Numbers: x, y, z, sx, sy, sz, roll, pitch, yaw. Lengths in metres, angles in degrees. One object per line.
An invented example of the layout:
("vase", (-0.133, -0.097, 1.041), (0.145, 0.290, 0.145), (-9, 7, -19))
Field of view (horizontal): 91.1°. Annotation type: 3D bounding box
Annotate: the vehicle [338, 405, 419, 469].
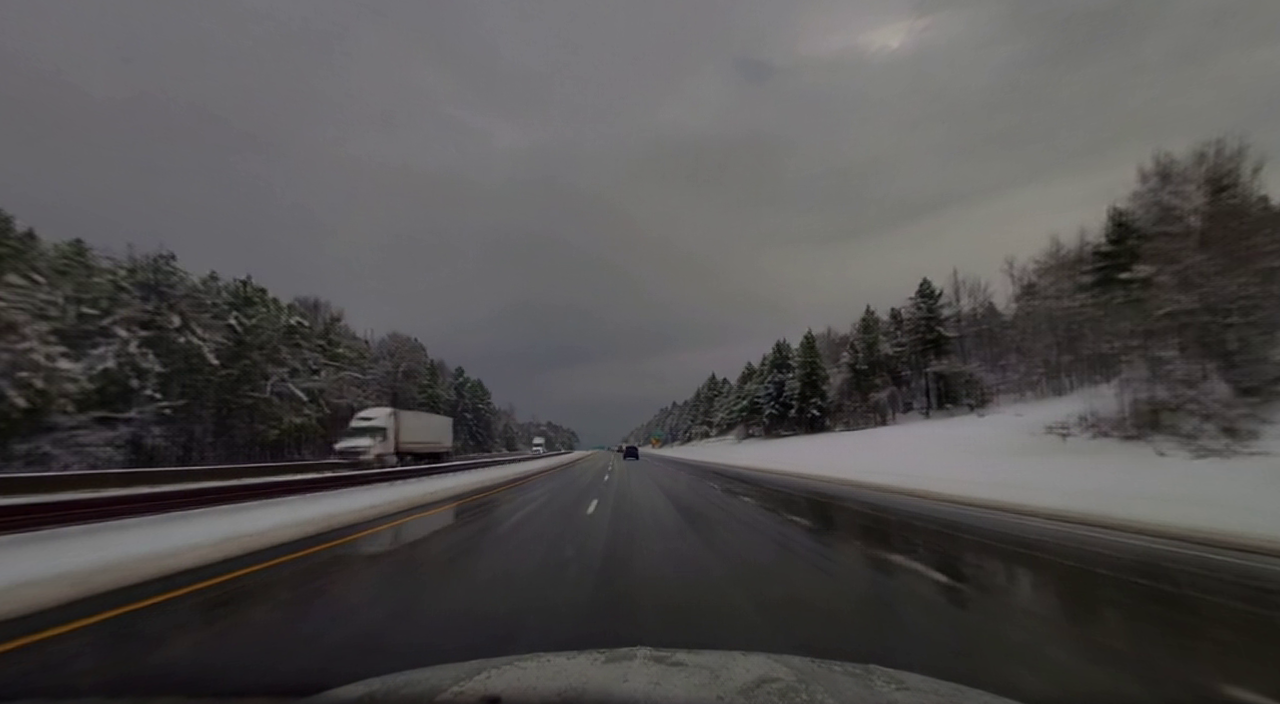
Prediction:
("vehicle", (-17.324, 5.752, 42.160), (2.993, 3.952, 5.880), (0, -9, -2))
